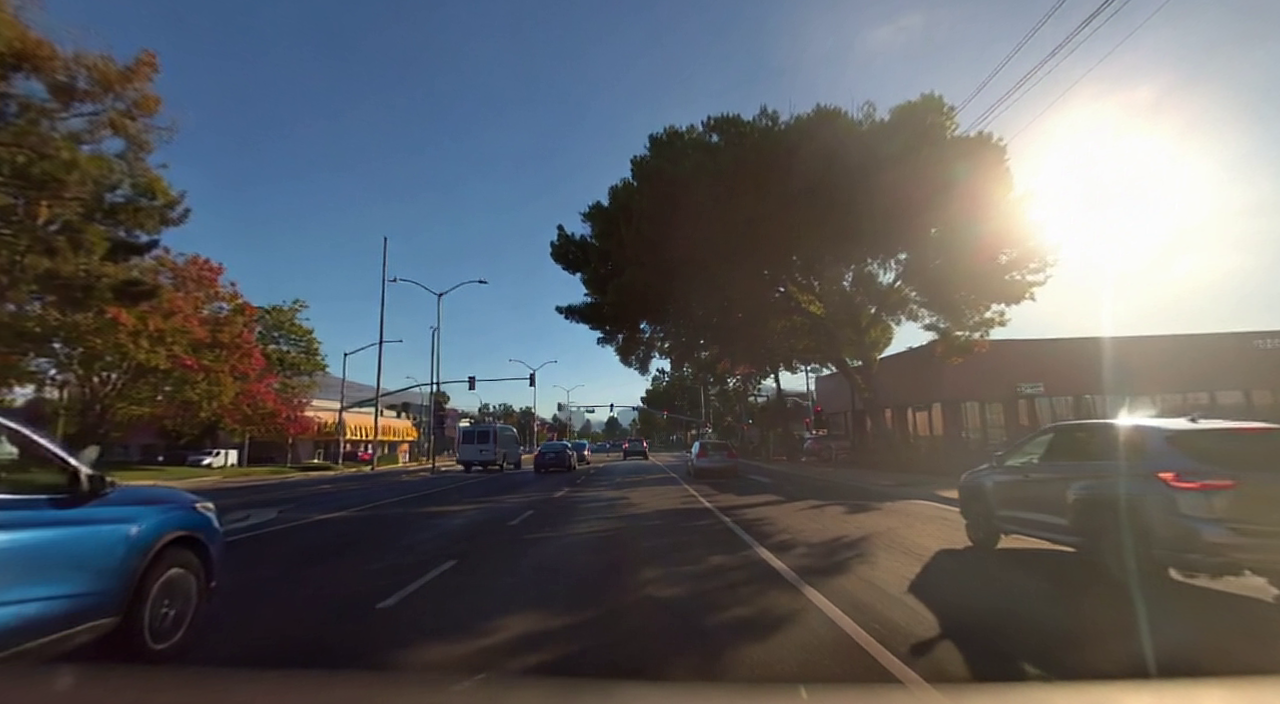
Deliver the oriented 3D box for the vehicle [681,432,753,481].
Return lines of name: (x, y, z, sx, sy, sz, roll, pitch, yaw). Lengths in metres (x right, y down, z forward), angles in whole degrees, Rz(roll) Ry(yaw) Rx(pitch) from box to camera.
vehicle: (3.030, 4.254, 25.902, 2.167, 1.792, 4.835, 1, -9, -2)

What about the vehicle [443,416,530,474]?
vehicle: (-7.595, 4.738, 32.063, 2.863, 2.592, 6.410, 0, -9, -1)

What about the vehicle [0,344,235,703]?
vehicle: (-3.988, 0.762, 2.394, 2.038, 1.748, 4.303, 0, -9, -1)

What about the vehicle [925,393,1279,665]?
vehicle: (4.801, 1.415, 6.088, 2.080, 1.661, 4.324, 0, -9, 1)

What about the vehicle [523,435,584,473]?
vehicle: (-4.033, 4.866, 30.184, 2.133, 1.677, 4.727, 0, -9, 1)

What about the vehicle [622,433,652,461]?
vehicle: (-0.295, 7.516, 49.833, 2.299, 2.104, 5.207, 0, -9, -1)
